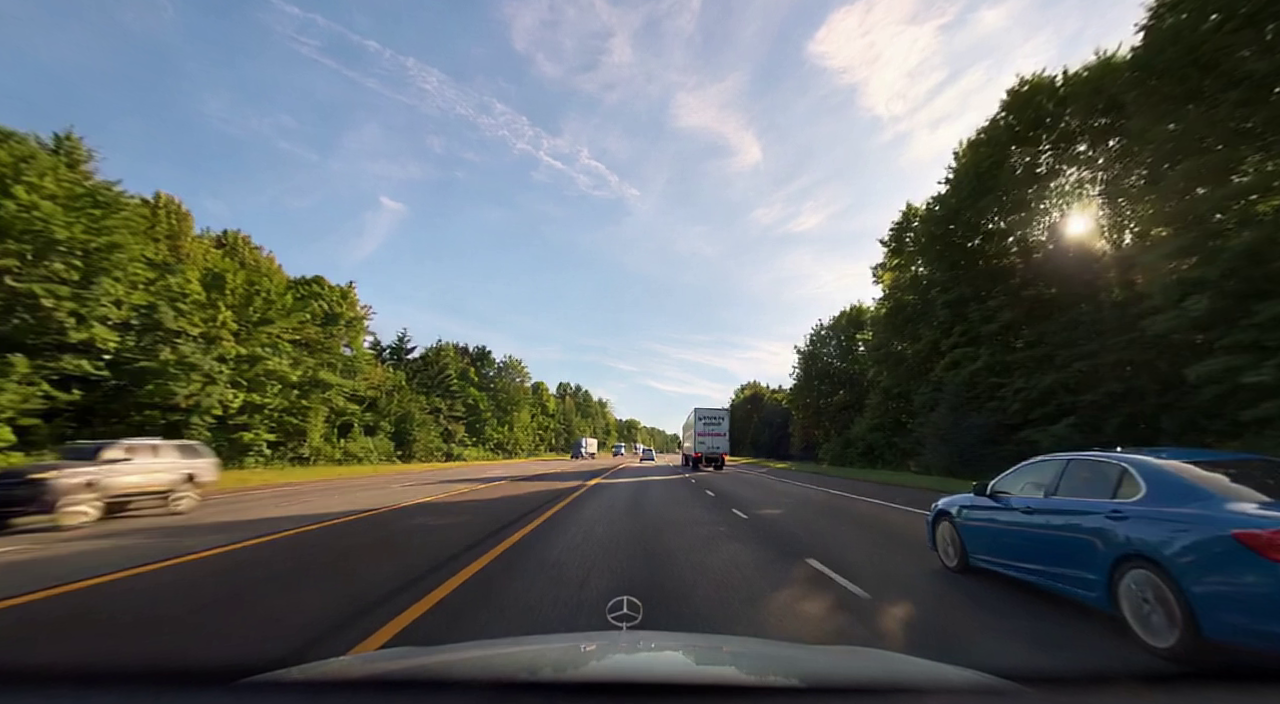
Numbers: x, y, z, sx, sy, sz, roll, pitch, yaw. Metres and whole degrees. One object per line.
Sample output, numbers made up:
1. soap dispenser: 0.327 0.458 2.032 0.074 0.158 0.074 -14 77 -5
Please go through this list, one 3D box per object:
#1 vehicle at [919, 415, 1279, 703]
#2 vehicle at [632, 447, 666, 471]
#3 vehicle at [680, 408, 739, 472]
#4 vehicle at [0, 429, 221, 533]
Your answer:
1. vehicle: 4.264 1.394 5.221 2.169 1.531 3.775 0 -9 0
2. vehicle: 0.582 6.952 40.963 2.074 1.475 3.960 0 -9 1
3. vehicle: 4.864 6.706 47.196 2.909 4.074 14.457 0 -9 1
4. vehicle: -12.493 2.858 14.581 2.134 1.960 4.875 0 -9 1
